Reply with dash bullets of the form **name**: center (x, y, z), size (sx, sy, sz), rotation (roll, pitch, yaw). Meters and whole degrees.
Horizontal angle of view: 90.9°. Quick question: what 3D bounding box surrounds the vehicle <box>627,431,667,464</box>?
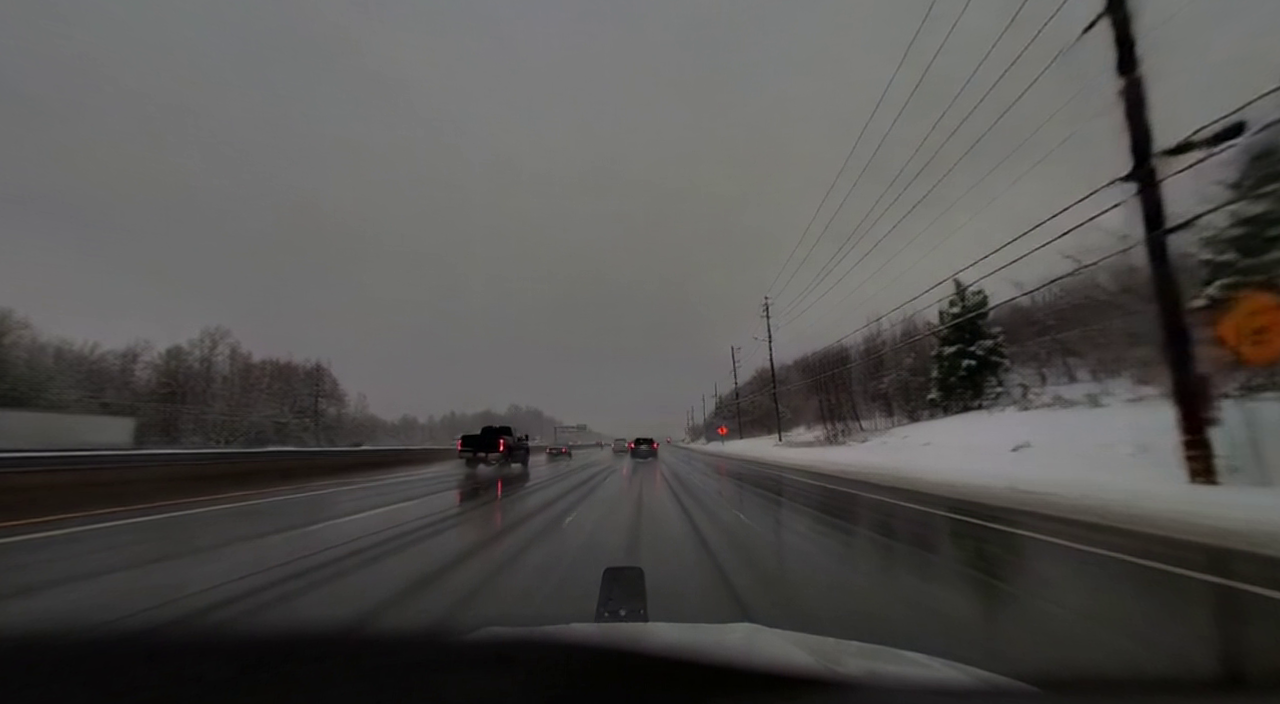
- **vehicle**: center (0.442, 6.195, 41.076), size (2.448, 2.025, 5.193), rotation (0, -8, 1)

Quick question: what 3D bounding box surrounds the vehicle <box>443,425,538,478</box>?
- **vehicle**: center (-6.245, 4.259, 27.345), size (2.460, 1.992, 6.474), rotation (0, -8, 1)

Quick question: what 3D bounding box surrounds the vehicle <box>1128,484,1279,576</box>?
- **vehicle**: center (26.620, 7.950, 29.034), size (2.975, 3.291, 6.400), rotation (0, -8, -1)

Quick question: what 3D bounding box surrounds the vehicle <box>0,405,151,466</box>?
- **vehicle**: center (-40.274, 5.911, 44.271), size (2.866, 3.719, 10.874), rotation (0, -8, 2)
